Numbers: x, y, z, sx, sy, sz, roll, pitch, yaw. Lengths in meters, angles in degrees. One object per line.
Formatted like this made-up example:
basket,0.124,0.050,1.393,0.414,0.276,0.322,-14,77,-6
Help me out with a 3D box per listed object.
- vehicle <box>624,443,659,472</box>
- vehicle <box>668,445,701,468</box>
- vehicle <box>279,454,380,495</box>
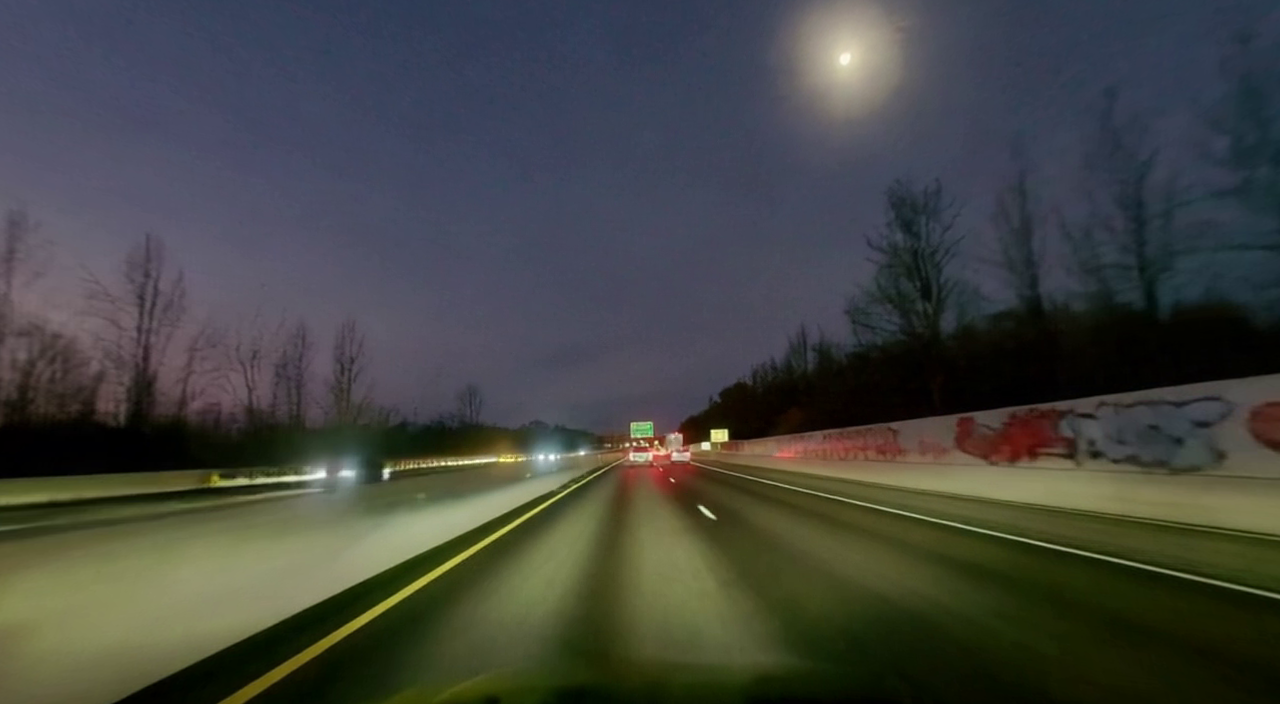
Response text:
vehicle,0.076,6.606,39.290,2.095,1.671,4.219,0,-9,-1
vehicle,3.450,8.151,49.024,2.303,1.614,4.154,-1,-9,0
vehicle,-13.141,5.168,26.892,1.928,1.508,4.672,-1,-9,0
